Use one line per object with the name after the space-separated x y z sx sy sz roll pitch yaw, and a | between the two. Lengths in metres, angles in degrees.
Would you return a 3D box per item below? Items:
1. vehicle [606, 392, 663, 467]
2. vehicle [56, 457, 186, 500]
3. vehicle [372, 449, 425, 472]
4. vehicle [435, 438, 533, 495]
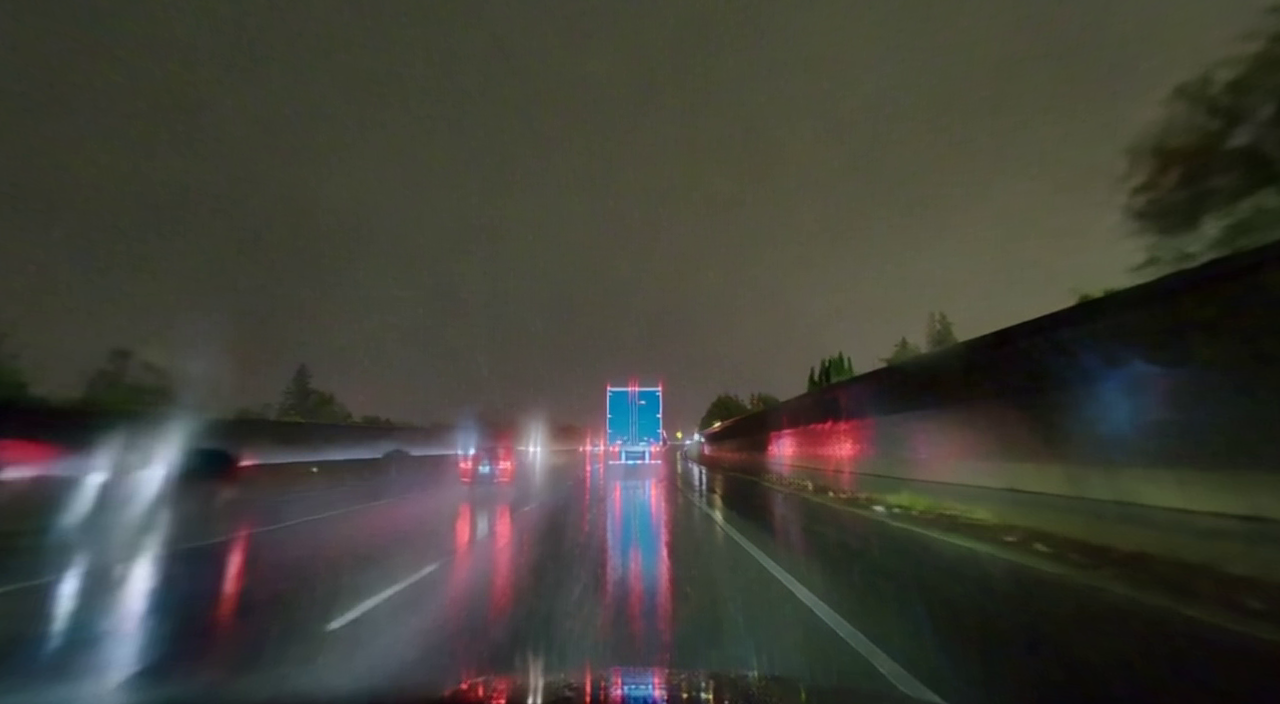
-0.341 5.117 40.226 3.123 4.094 10.812 0 -9 0 | vehicle
-20.626 5.019 25.153 1.822 1.486 3.965 0 -9 0 | vehicle
-17.308 7.746 45.144 1.958 1.524 4.592 0 -9 1 | vehicle
-4.442 3.320 18.506 1.895 1.500 3.808 0 -9 0 | vehicle
